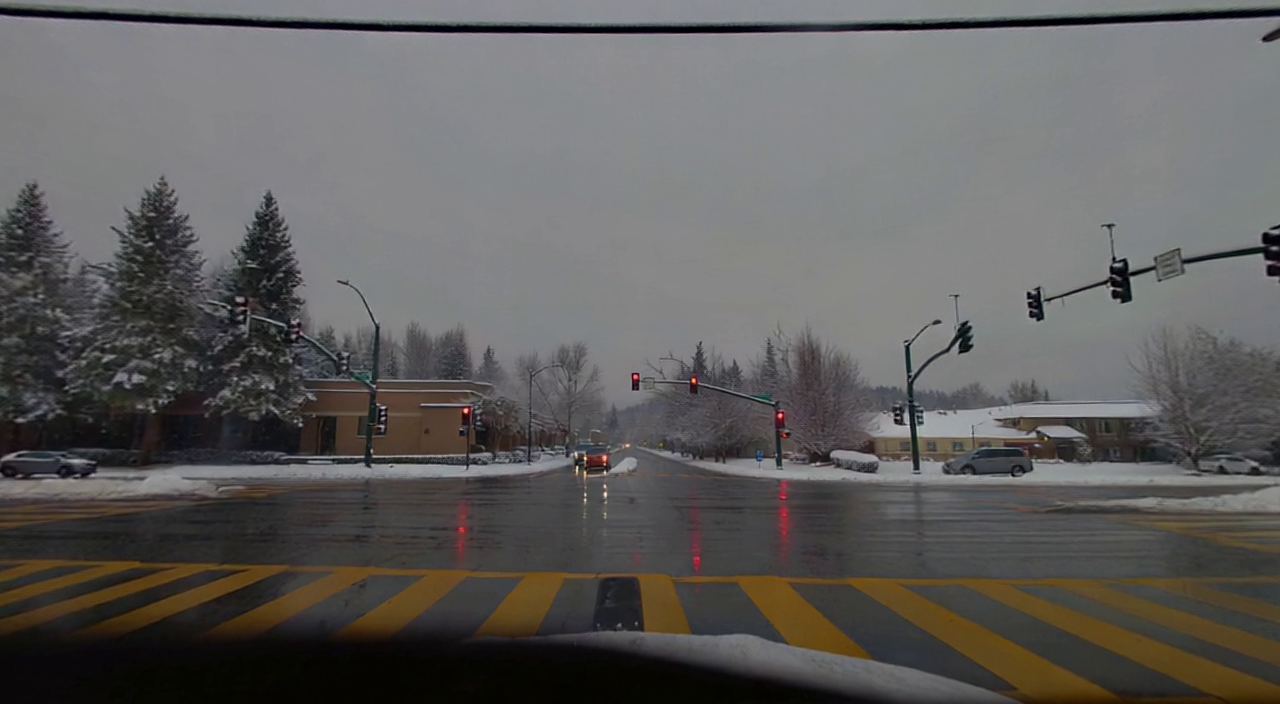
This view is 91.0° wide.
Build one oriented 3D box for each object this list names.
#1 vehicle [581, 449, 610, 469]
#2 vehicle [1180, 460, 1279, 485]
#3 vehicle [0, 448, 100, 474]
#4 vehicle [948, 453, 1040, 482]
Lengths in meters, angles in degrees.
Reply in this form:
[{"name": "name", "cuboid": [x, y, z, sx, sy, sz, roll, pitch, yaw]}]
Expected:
[{"name": "vehicle", "cuboid": [-3.457, 8.391, 49.401, 1.908, 1.441, 4.142, 0, -8, 1]}, {"name": "vehicle", "cuboid": [36.221, 7.317, 38.296, 4.976, 1.428, 1.929, 0, -8, -2]}, {"name": "vehicle", "cuboid": [-35.143, 6.425, 37.187, 4.741, 1.447, 1.807, 0, -9, 0]}, {"name": "vehicle", "cuboid": [21.092, 6.874, 37.587, 4.447, 1.623, 1.801, 0, -9, -3]}]
